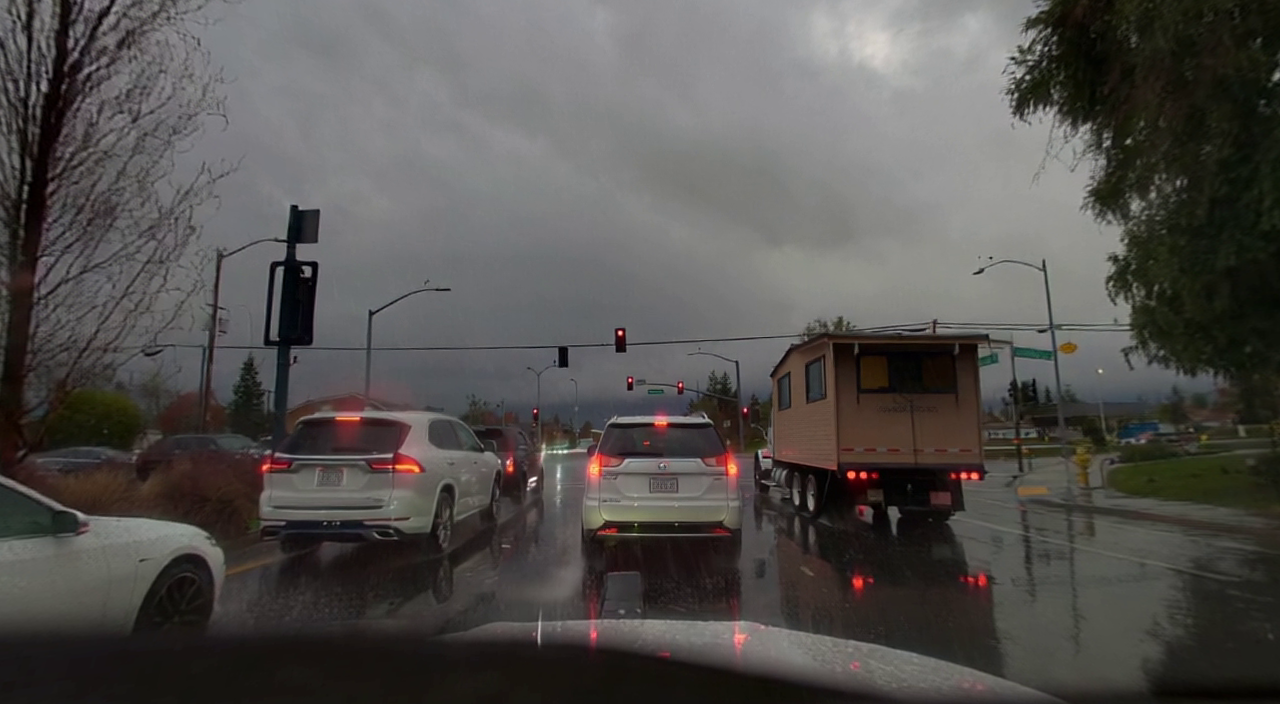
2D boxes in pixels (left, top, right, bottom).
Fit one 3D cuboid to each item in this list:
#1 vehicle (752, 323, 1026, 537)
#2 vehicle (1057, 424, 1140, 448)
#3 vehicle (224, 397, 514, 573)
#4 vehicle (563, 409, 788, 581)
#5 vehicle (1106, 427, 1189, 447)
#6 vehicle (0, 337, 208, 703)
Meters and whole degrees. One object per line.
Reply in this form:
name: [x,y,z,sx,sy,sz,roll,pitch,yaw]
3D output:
vehicle: [3.691,1.403,11.016,2.531,2.750,5.595,0,-9,1]
vehicle: [33.165,6.134,45.881,4.671,1.595,1.824,-6,-10,31]
vehicle: [-3.267,1.714,8.850,2.085,1.812,4.388,0,-9,0]
vehicle: [0.358,1.711,8.320,2.189,1.649,4.171,0,-9,0]
vehicle: [37.825,6.389,47.210,4.553,1.434,1.650,-5,-10,29]
vehicle: [-3.432,0.676,1.477,1.952,1.730,4.116,0,-9,-1]
